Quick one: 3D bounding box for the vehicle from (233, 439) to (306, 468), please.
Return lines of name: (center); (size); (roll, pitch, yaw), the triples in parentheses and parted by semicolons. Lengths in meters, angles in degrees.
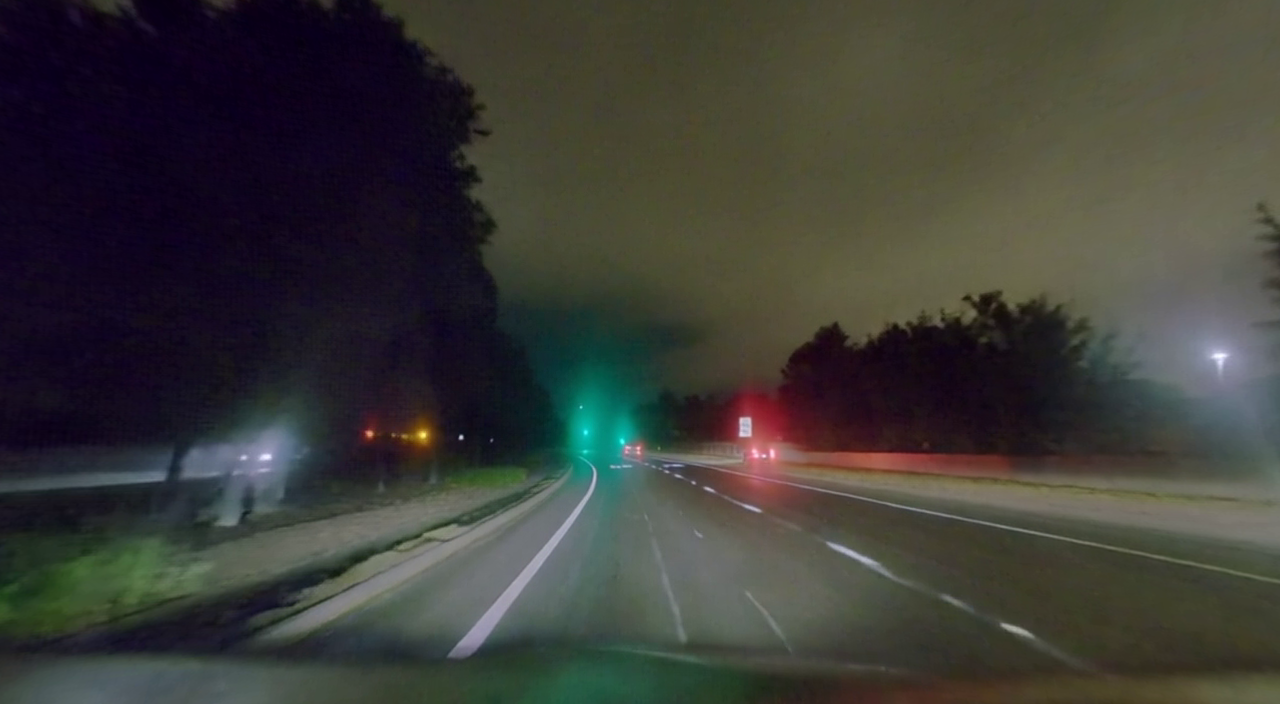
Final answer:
vehicle: (-22.229, 6.077, 38.104); (1.905, 1.624, 4.549); (0, -9, -4)
